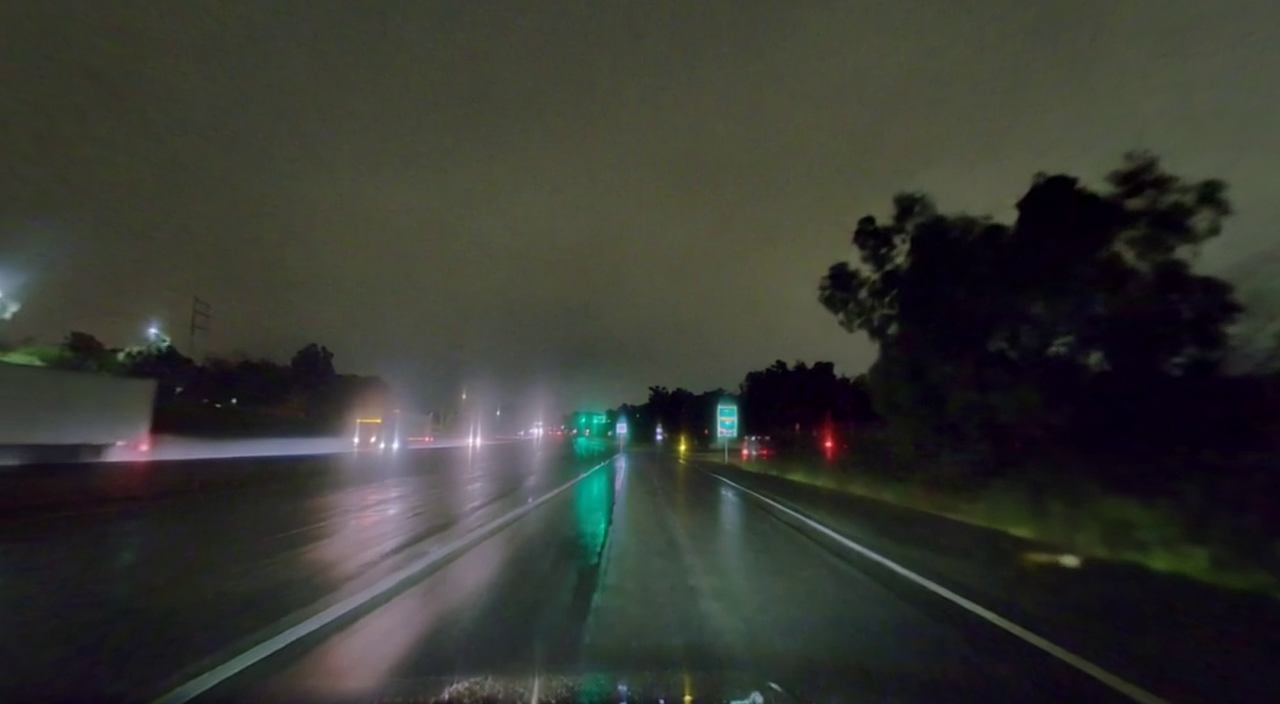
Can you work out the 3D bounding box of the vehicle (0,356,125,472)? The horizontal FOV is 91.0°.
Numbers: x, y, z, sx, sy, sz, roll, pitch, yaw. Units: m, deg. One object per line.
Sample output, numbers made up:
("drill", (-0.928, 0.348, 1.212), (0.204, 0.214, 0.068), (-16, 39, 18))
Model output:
("vehicle", (-23.659, 1.907, 20.079), (2.832, 3.989, 14.520), (0, -8, -3))
